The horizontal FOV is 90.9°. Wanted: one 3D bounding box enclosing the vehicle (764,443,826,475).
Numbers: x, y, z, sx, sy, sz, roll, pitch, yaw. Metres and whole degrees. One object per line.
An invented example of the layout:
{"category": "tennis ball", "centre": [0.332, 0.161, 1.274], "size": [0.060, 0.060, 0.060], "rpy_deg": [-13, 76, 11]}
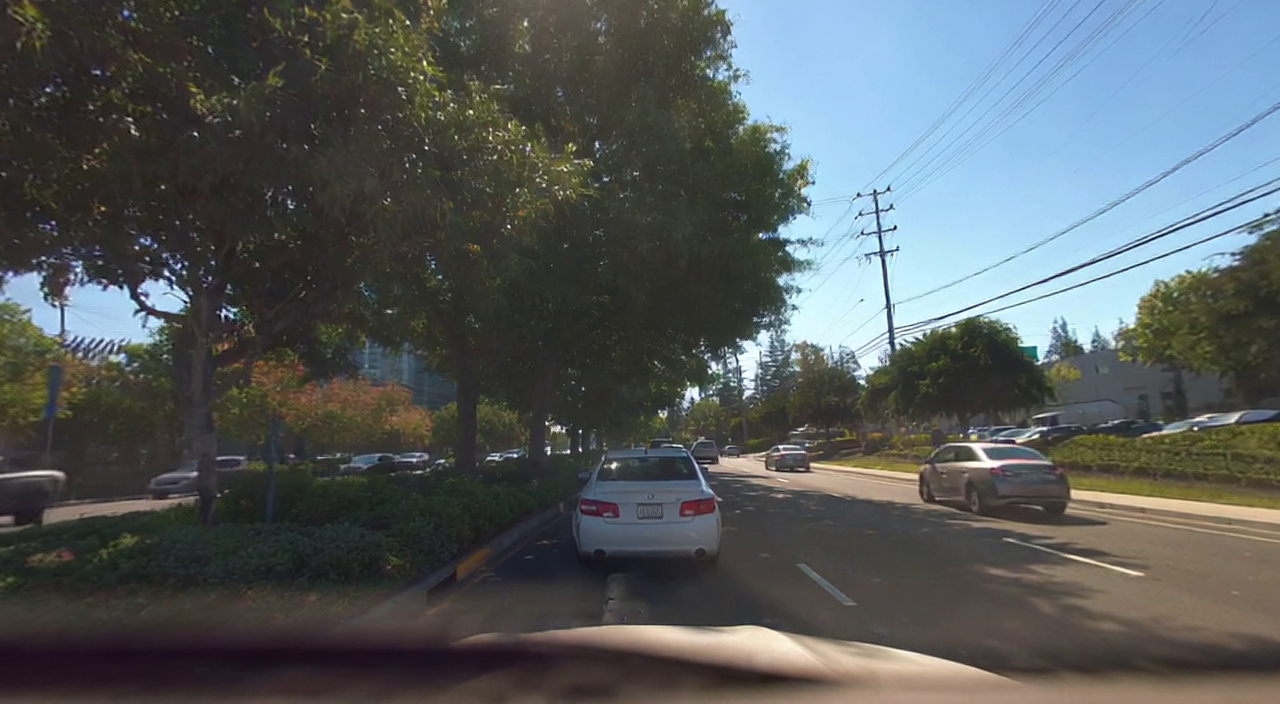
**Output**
{"category": "vehicle", "centre": [7.554, 5.230, 31.163], "size": [1.899, 1.458, 4.499], "rpy_deg": [0, -8, -1]}

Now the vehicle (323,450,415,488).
{"category": "vehicle", "centre": [-11.821, 5.109, 27.891], "size": [1.988, 1.486, 4.586], "rpy_deg": [0, -8, 1]}

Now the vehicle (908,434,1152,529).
{"category": "vehicle", "centre": [7.081, 2.363, 12.172], "size": [1.850, 1.480, 4.474], "rpy_deg": [0, -8, 0]}

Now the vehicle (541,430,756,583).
{"category": "vehicle", "centre": [0.076, 1.813, 8.232], "size": [2.108, 1.479, 3.935], "rpy_deg": [0, -8, 0]}

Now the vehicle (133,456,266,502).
{"category": "vehicle", "centre": [-16.366, 4.693, 23.778], "size": [1.856, 1.452, 4.530], "rpy_deg": [0, -8, -2]}

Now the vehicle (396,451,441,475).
{"category": "vehicle", "centre": [-15.095, 7.547, 43.172], "size": [1.701, 1.494, 3.791], "rpy_deg": [0, -8, 0]}
